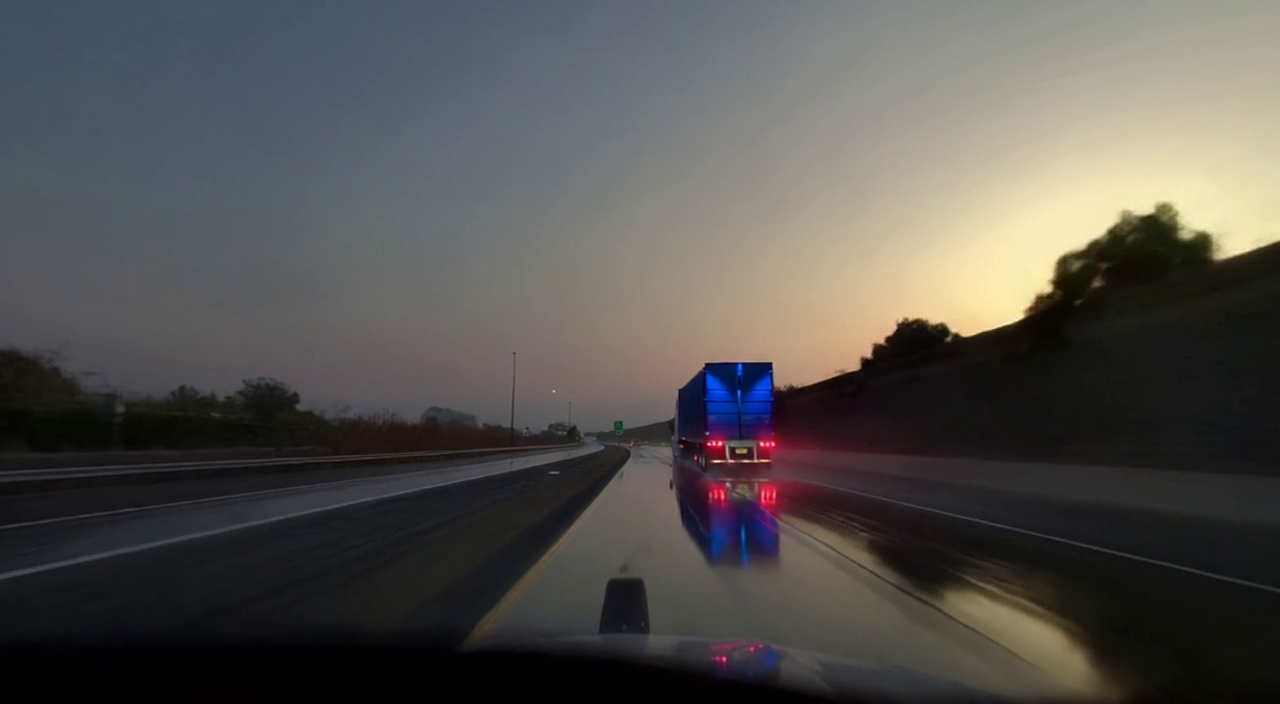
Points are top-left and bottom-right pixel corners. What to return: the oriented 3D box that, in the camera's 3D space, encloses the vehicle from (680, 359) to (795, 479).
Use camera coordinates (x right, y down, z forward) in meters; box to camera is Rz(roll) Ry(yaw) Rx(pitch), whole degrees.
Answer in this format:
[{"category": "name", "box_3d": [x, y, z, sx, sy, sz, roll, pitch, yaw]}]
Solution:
[{"category": "vehicle", "box_3d": [4.166, 3.533, 30.971, 3.615, 4.578, 13.539, 0, -8, 1]}]
